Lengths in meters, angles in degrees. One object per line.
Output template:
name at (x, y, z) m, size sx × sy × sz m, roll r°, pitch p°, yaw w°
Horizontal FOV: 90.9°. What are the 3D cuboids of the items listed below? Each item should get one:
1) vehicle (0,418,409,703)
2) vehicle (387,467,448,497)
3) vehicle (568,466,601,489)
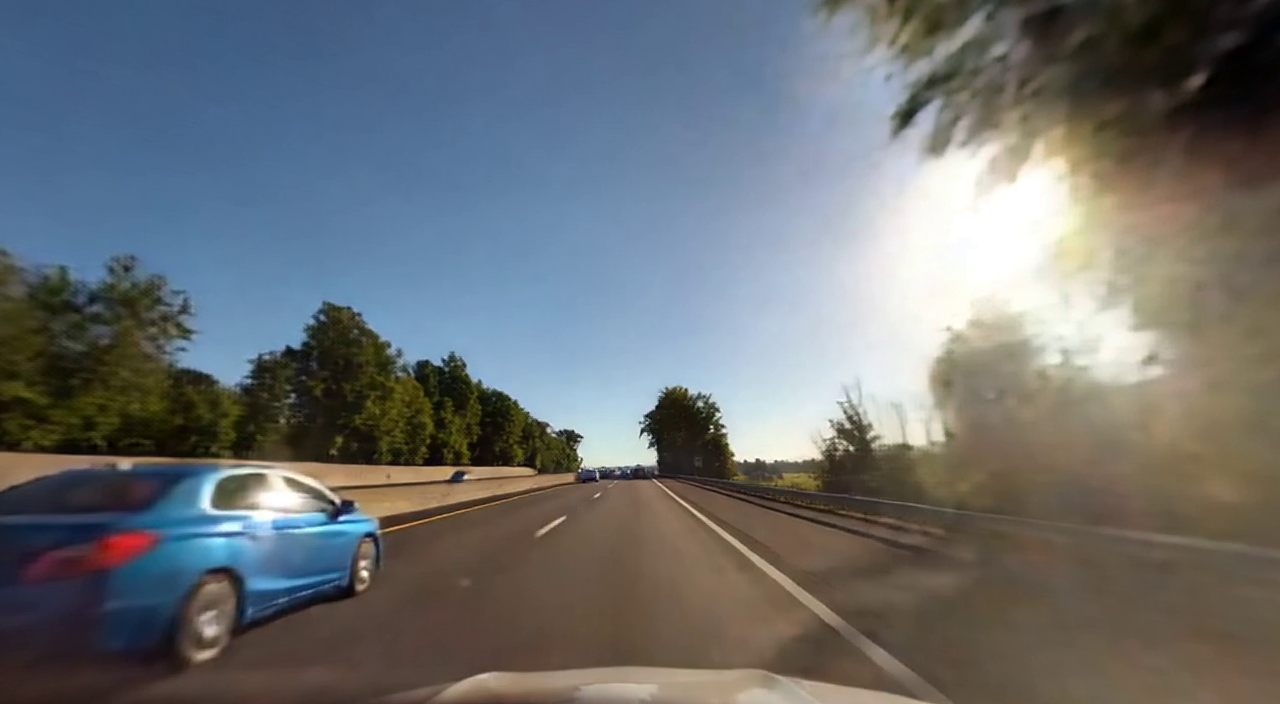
vehicle at (-3.715, 1.465, 5.082) m, size 2.047 × 1.523 × 4.279 m, roll 1°, pitch -11°, yaw 0°
vehicle at (-12.375, 7.253, 35.322) m, size 1.977 × 1.532 × 3.760 m, roll 0°, pitch -11°, yaw 0°
vehicle at (-4.036, 9.208, 46.391) m, size 2.109 × 1.532 × 4.234 m, roll 1°, pitch -11°, yaw 0°
